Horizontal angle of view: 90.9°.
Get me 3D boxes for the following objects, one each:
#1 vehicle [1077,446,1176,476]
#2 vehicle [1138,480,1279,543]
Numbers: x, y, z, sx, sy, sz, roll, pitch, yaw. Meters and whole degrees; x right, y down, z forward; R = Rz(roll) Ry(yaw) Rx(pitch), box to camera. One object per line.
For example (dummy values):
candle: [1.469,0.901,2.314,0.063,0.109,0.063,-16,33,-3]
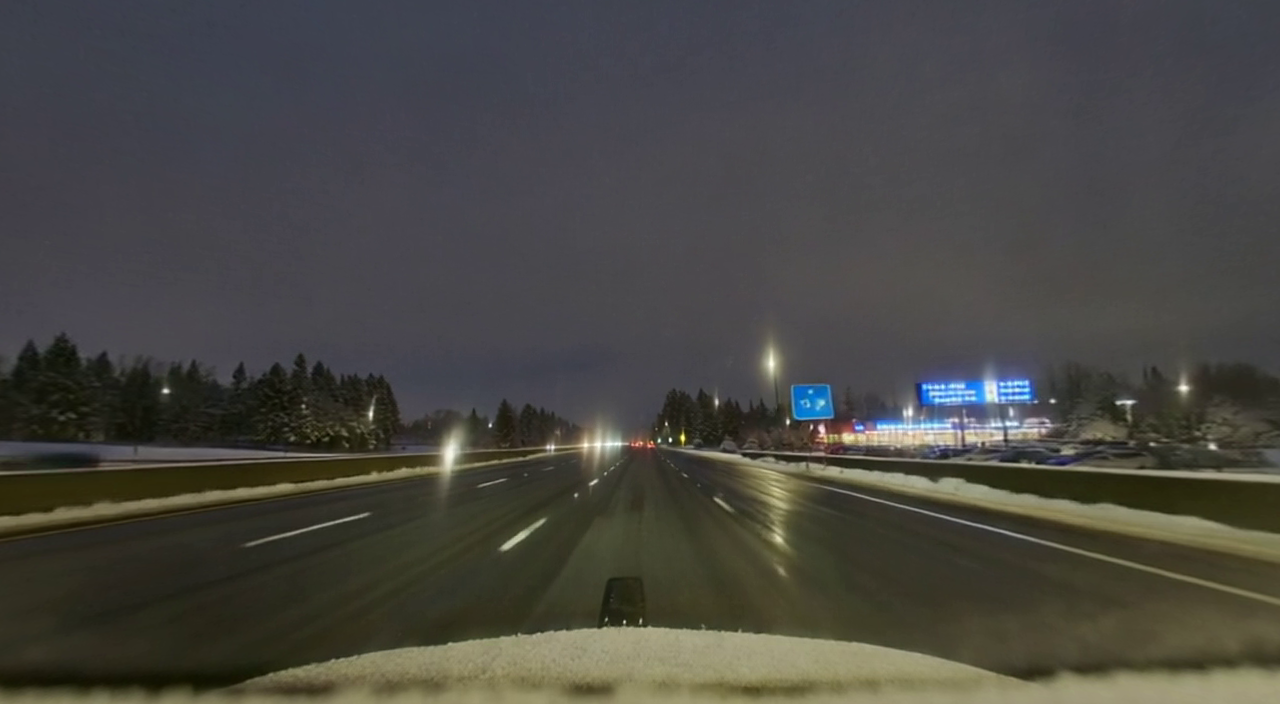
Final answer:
vehicle: [36.082,8.044,47.026,2.269,1.904,5.815,-2,-8,-6]
vehicle: [16.193,4.275,17.120,3.909,1.410,1.657,-1,-8,-1]
